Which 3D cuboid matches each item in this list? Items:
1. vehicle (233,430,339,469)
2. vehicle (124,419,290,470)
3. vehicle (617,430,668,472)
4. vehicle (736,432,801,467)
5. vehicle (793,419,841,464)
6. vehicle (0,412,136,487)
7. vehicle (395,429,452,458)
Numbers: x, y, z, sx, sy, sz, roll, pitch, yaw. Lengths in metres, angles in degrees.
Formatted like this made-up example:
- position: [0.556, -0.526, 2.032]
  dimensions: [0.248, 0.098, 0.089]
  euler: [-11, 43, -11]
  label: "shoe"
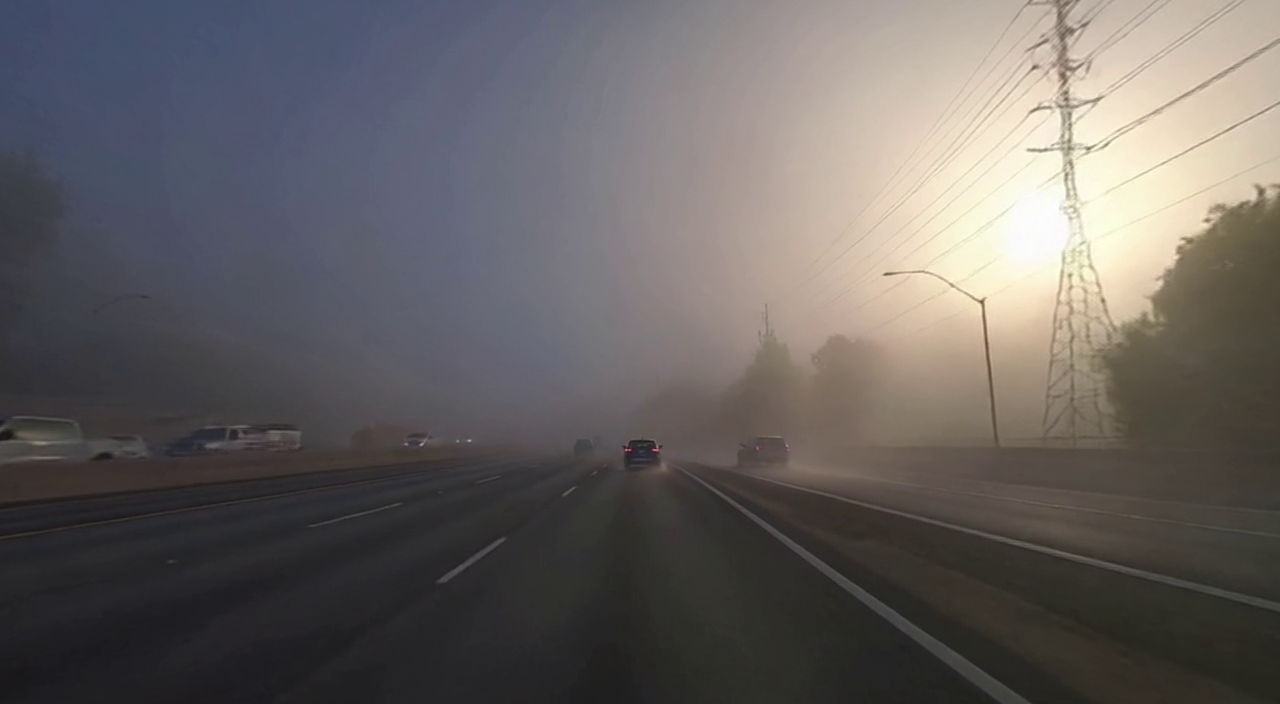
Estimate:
- position: [-16.041, 4.451, 28.965]
  dimensions: [2.055, 1.611, 4.851]
  euler: [0, -8, 0]
  label: "vehicle"
- position: [-20.354, 4.454, 30.355]
  dimensions: [2.860, 2.155, 7.249]
  euler: [0, -8, 0]
  label: "vehicle"
- position: [0.075, 4.566, 29.240]
  dimensions: [2.192, 1.769, 4.287]
  euler: [0, -8, -1]
  label: "vehicle"
- position: [6.706, 5.156, 33.462]
  dimensions: [2.099, 1.720, 4.829]
  euler: [0, -8, -5]
  label: "vehicle"
- position: [11.509, 5.828, 41.162]
  dimensions: [2.162, 2.775, 2.707]
  euler: [0, -8, -4]
  label: "vehicle"
- position: [-16.500, 2.518, 16.235]
  dimensions: [2.188, 1.786, 5.759]
  euler: [0, -8, 1]
  label: "vehicle"
- position: [-16.449, 7.019, 48.364]
  dimensions: [2.339, 2.062, 5.804]
  euler: [0, -8, -1]
  label: "vehicle"
